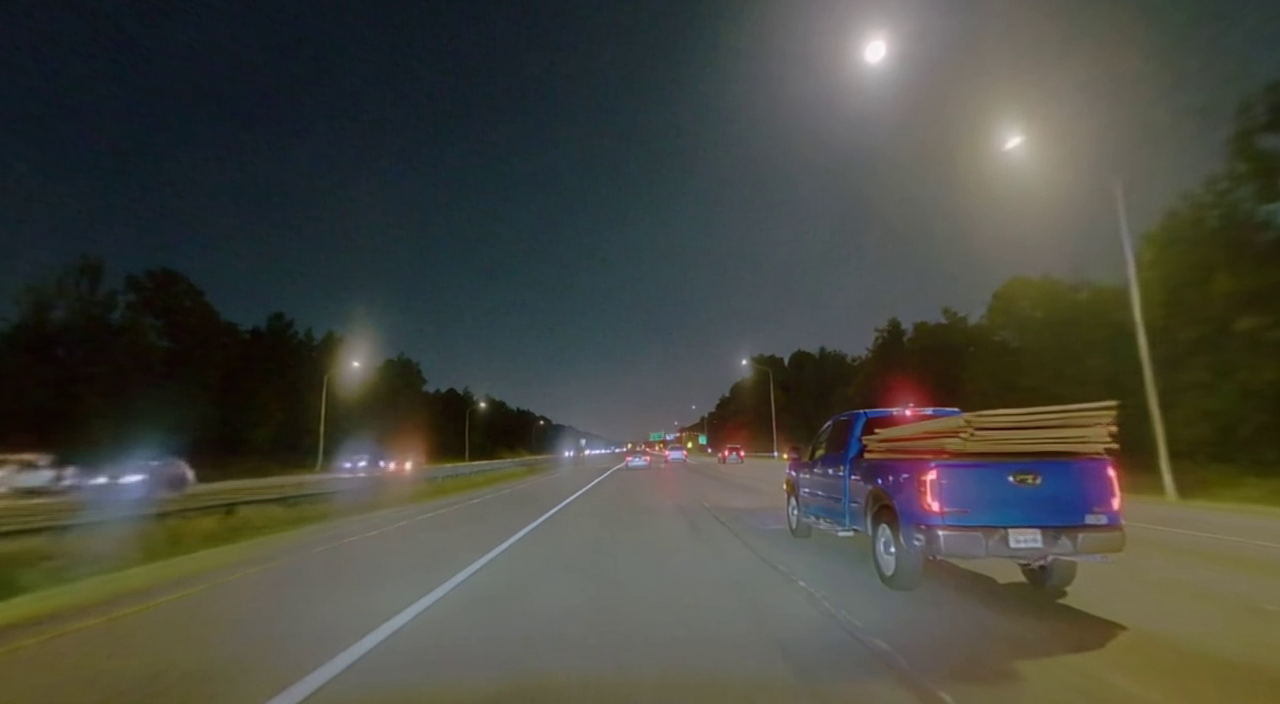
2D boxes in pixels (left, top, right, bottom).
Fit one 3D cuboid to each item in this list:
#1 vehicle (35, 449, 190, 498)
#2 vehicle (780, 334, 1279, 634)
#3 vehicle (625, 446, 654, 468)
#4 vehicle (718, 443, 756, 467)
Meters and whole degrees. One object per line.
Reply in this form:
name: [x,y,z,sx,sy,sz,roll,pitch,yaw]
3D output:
vehicle: [-21.477,4.938,26.006,2.094,1.777,4.830,0,-9,1]
vehicle: [3.448,1.316,7.218,2.354,2.079,5.586,0,-9,0]
vehicle: [-0.042,7.602,45.723,2.030,1.473,3.926,0,-9,0]
vehicle: [7.289,7.761,47.776,2.189,1.704,4.521,0,-9,0]
